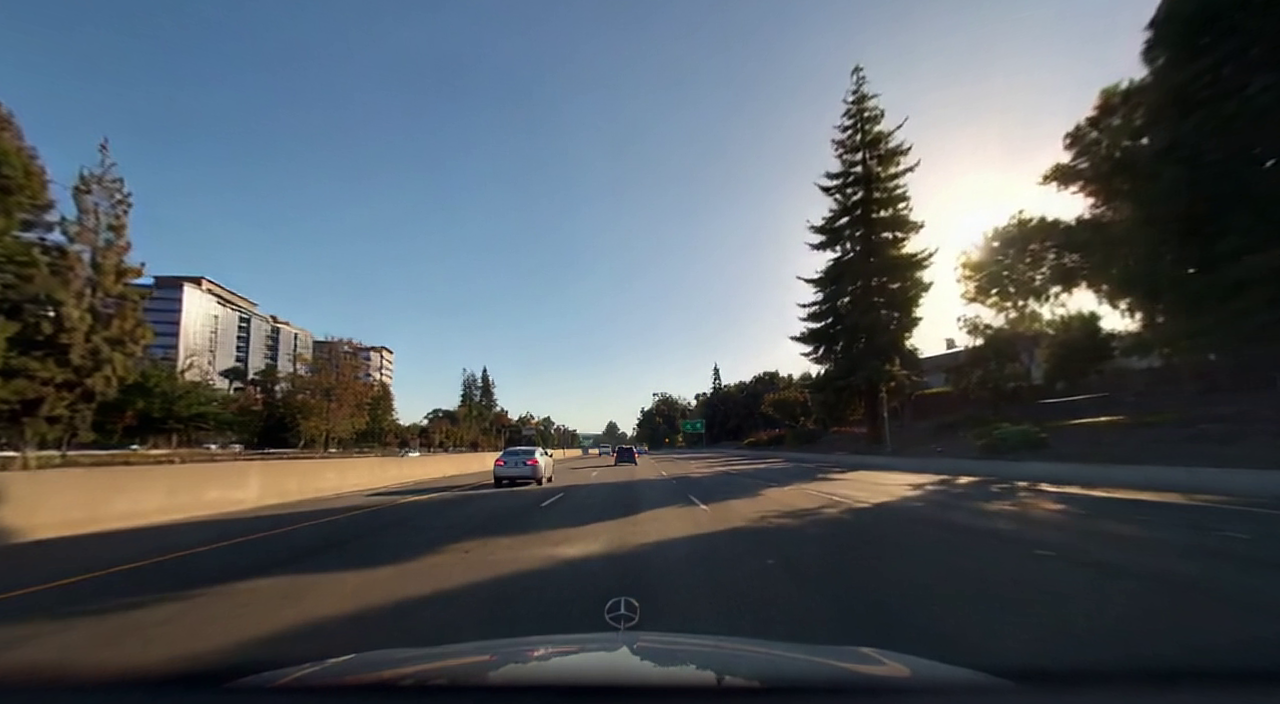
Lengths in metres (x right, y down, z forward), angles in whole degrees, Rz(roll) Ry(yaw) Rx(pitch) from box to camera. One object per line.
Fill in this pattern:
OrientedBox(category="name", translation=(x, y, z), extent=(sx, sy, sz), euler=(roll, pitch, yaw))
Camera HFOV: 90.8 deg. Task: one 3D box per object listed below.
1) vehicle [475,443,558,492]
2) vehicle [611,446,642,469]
OrientedBox(category="vehicle", translation=(-4.030, 3.839, 21.438), extent=(1.886, 1.465, 4.625), euler=(0, -9, 0))
OrientedBox(category="vehicle", translation=(-0.881, 7.145, 42.941), extent=(1.997, 1.485, 4.094), euler=(0, -9, -1))
